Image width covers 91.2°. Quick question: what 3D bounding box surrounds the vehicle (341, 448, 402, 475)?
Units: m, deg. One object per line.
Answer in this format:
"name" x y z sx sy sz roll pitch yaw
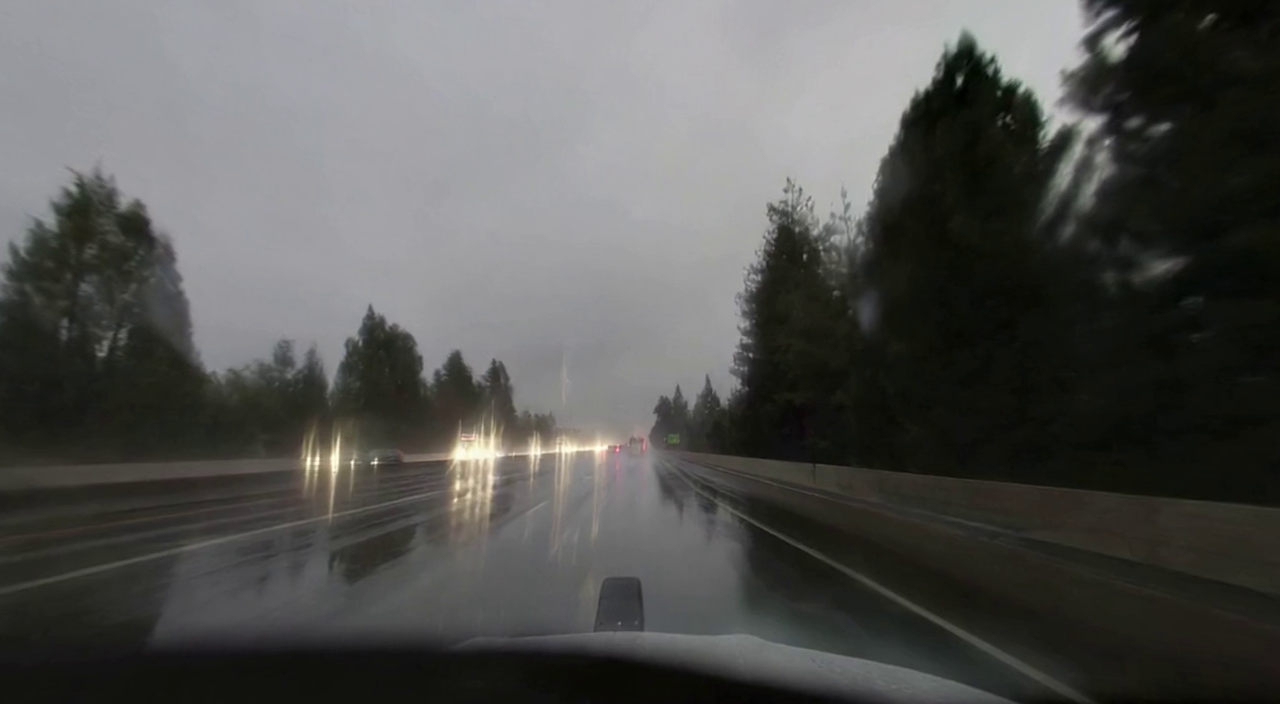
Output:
"vehicle" -15.925 6.478 37.365 1.800 1.464 3.896 0 -9 1
